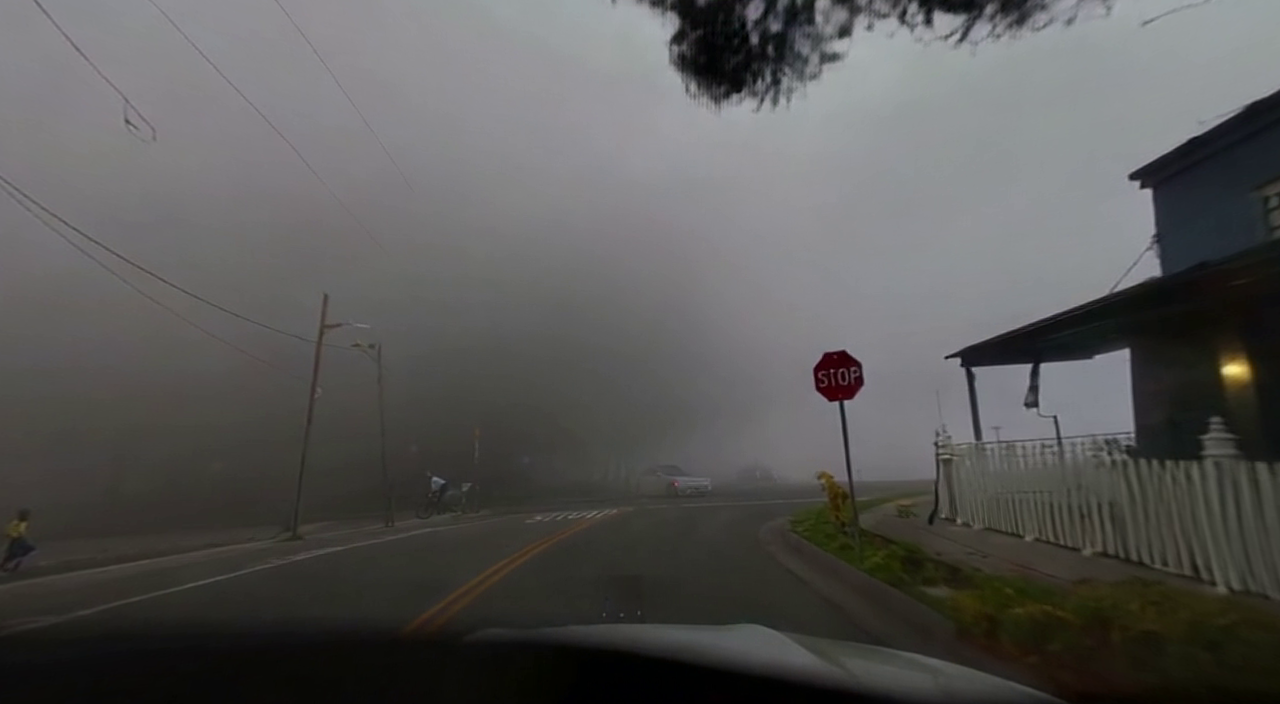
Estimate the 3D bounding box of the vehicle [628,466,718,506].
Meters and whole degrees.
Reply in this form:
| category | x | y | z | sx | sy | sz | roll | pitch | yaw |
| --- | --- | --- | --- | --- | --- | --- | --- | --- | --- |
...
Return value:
| category | x | y | z | sx | sy | sz | roll | pitch | yaw |
| --- | --- | --- | --- | --- | --- | --- | --- | --- | --- |
| vehicle | 1.317 | 5.942 | 28.456 | 2.112 | 1.479 | 5.323 | 3 | -9 | -20 |
